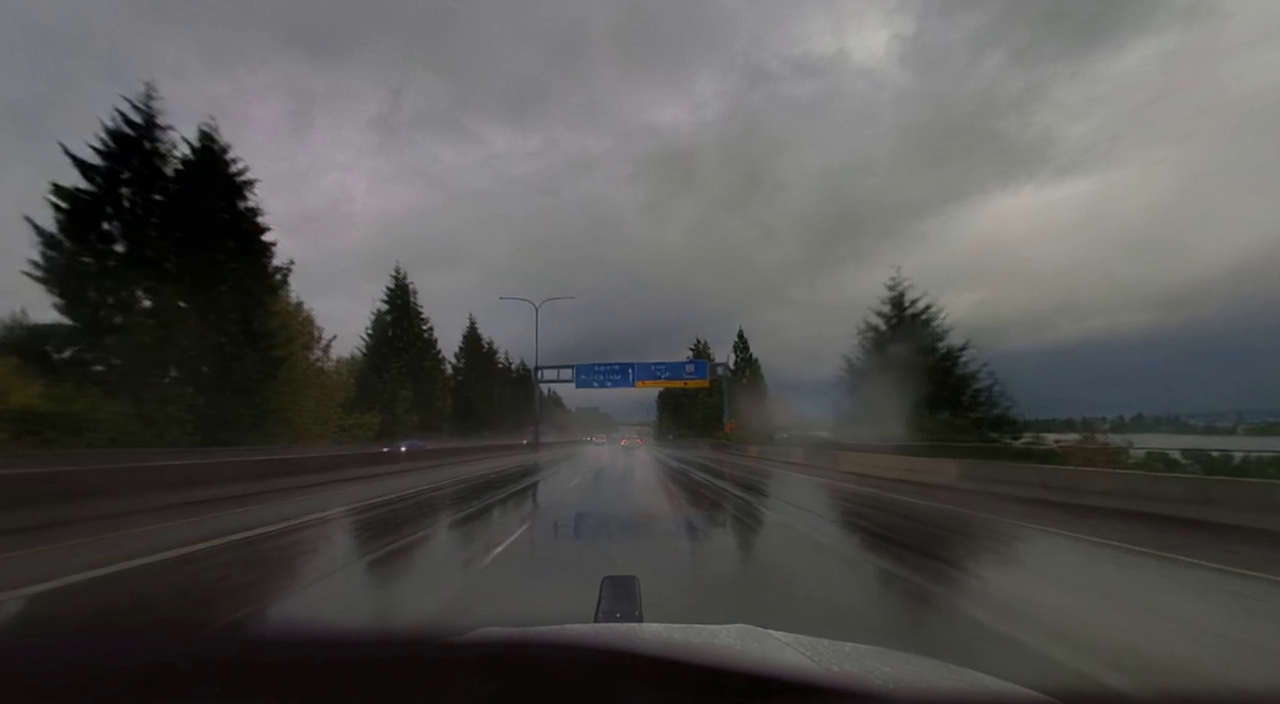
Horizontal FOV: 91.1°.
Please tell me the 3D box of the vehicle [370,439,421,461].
[{"bbox_3d":[-17.473,6.993,45.168,1.985,1.448,4.191,0,-8,0],"label":"vehicle"}]
